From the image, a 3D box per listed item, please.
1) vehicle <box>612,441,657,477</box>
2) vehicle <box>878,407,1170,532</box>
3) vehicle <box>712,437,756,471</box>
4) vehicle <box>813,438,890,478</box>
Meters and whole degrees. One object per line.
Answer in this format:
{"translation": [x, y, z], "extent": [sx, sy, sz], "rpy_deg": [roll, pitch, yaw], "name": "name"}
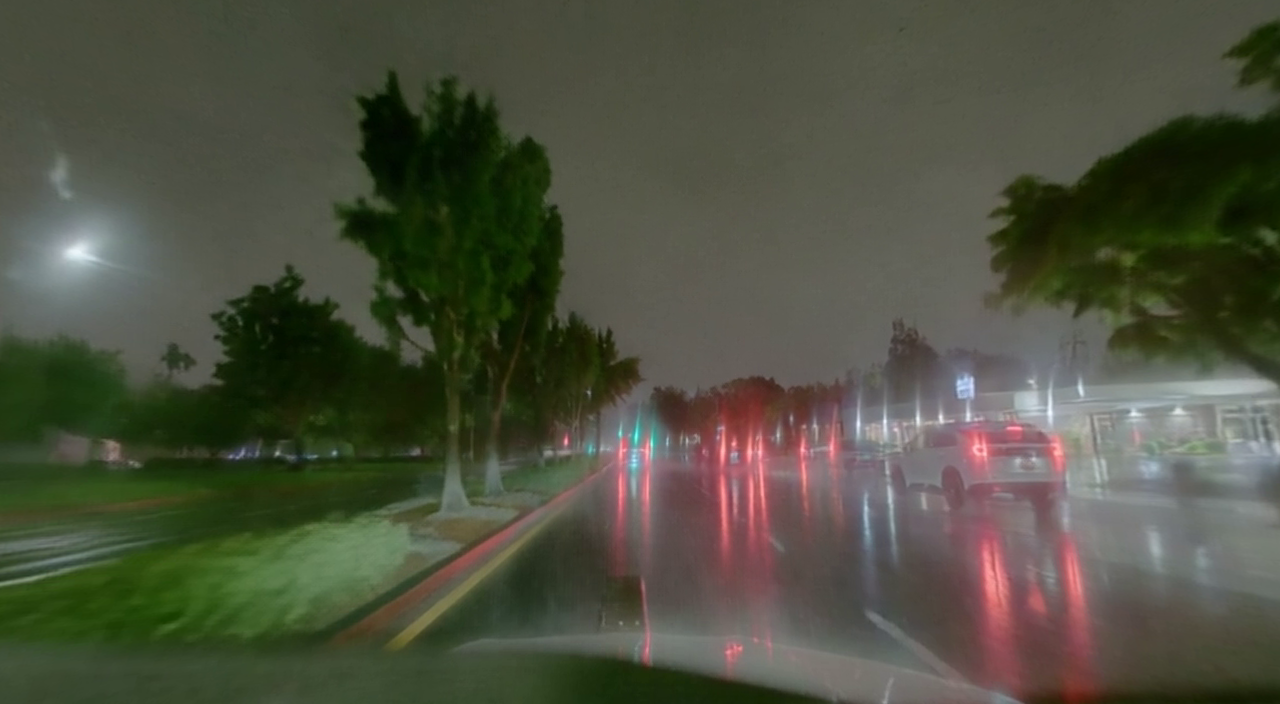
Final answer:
{"translation": [-0.282, 5.120, 30.450], "extent": [2.037, 1.568, 3.693], "rpy_deg": [0, -8, -1], "name": "vehicle"}
{"translation": [7.084, 2.252, 12.765], "extent": [2.240, 1.923, 5.678], "rpy_deg": [0, -8, -1], "name": "vehicle"}
{"translation": [5.415, 5.941, 36.961], "extent": [1.955, 1.845, 4.538], "rpy_deg": [0, -8, 1], "name": "vehicle"}
{"translation": [10.279, 5.178, 31.147], "extent": [1.988, 1.783, 5.324], "rpy_deg": [0, -8, 0], "name": "vehicle"}
